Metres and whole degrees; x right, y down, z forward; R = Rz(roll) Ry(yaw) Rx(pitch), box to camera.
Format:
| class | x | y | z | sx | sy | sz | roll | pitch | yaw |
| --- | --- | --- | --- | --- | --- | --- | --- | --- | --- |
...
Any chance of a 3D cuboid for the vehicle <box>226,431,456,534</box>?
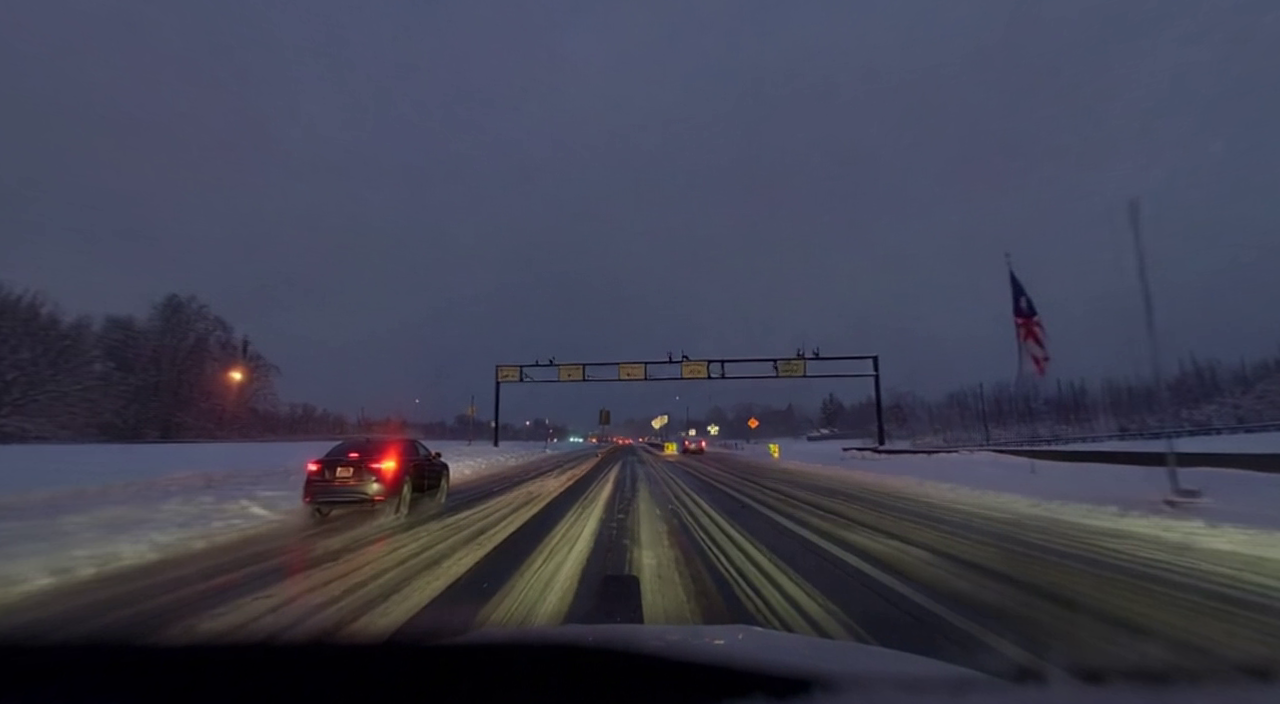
| class | x | y | z | sx | sy | sz | roll | pitch | yaw |
| --- | --- | --- | --- | --- | --- | --- | --- | --- | --- |
| vehicle | -4.921 | 2.188 | 11.262 | 1.981 | 1.465 | 4.334 | 0 | -8 | 0 |
